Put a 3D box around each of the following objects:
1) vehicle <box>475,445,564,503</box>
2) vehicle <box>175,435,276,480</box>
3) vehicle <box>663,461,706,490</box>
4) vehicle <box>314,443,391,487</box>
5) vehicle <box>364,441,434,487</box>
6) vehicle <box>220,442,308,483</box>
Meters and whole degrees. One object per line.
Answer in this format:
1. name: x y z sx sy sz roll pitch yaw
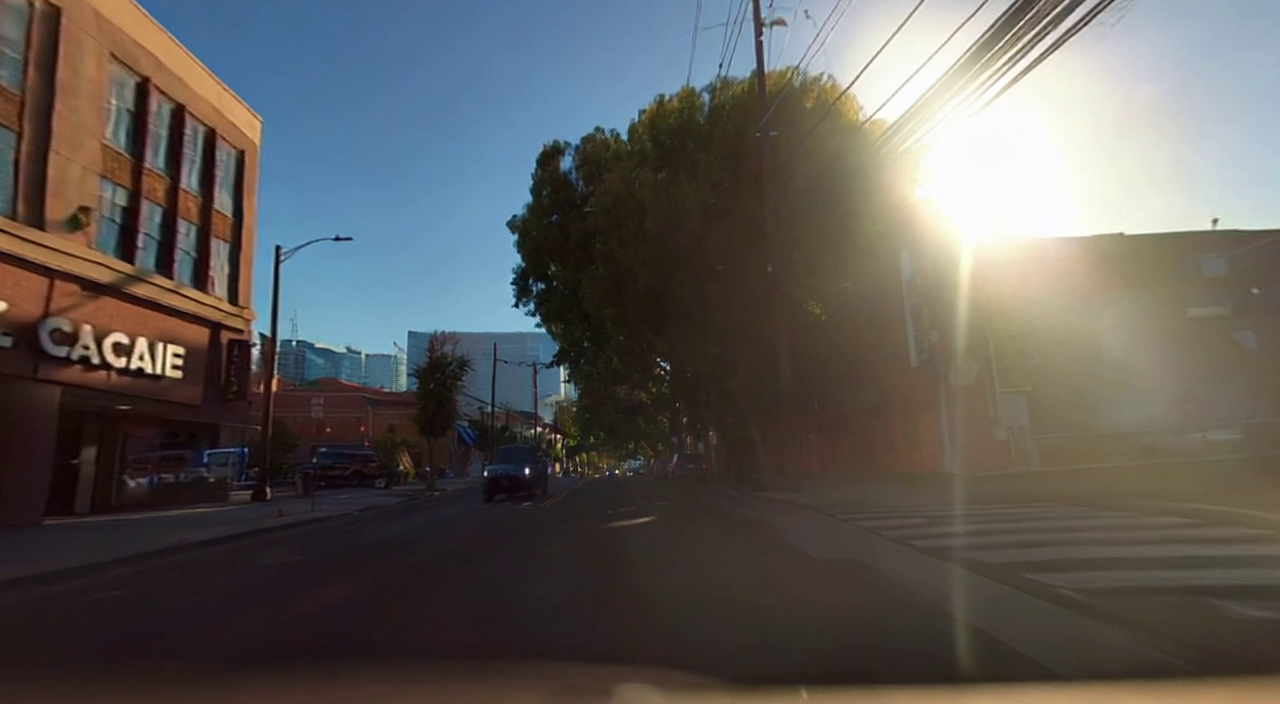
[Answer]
1. vehicle: -4.469 4.598 24.418 2.495 1.966 4.846 0 -9 0
2. vehicle: -27.812 7.106 42.767 2.249 2.760 6.636 0 -9 0
3. vehicle: 2.379 6.732 34.549 1.877 1.373 3.854 0 -9 -3
4. vehicle: -19.175 7.496 42.554 2.256 2.668 5.979 0 -7 1
5. vehicle: -16.243 7.612 43.090 2.715 2.789 6.225 0 -10 -5
6. vehicle: -25.117 7.385 42.588 2.288 2.514 5.886 0 -9 0
